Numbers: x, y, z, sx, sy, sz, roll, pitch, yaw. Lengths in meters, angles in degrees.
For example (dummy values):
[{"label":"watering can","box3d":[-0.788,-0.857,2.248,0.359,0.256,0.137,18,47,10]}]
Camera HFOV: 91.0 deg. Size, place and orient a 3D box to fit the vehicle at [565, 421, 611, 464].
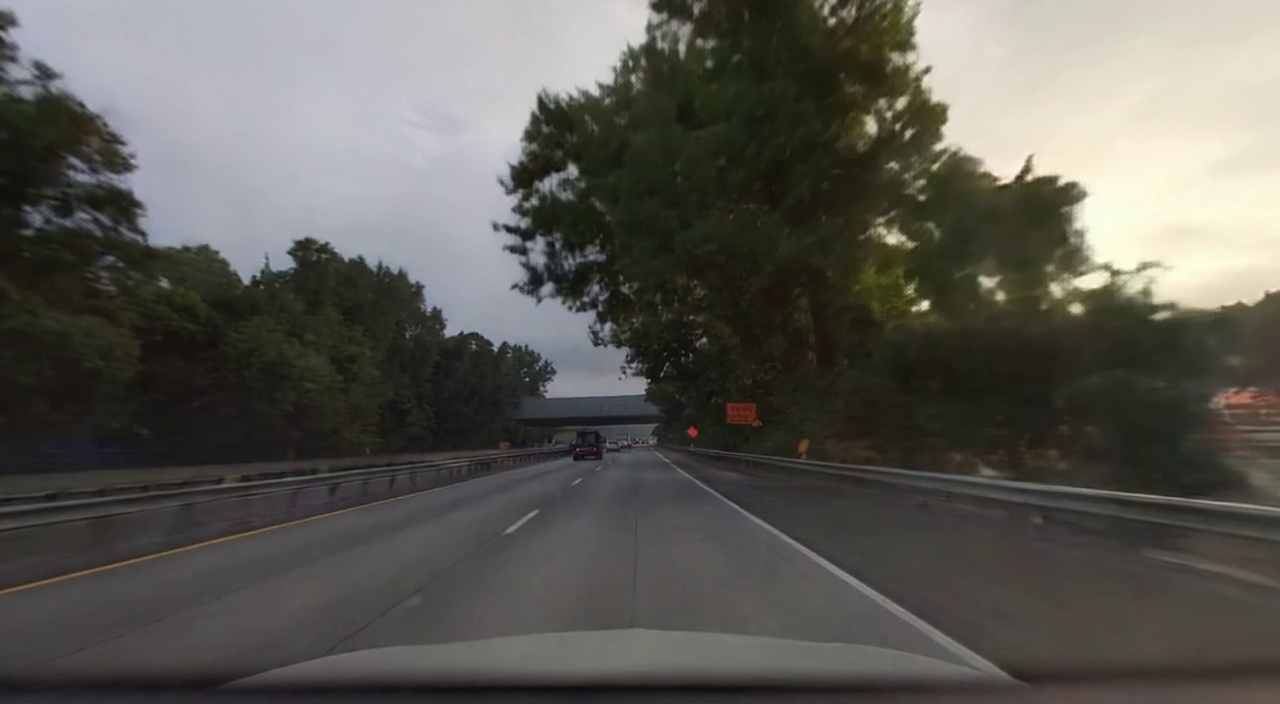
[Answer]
[{"label":"vehicle","box3d":[-3.368,6.050,42.002,2.484,2.625,5.907,-1,-8,0]}]
